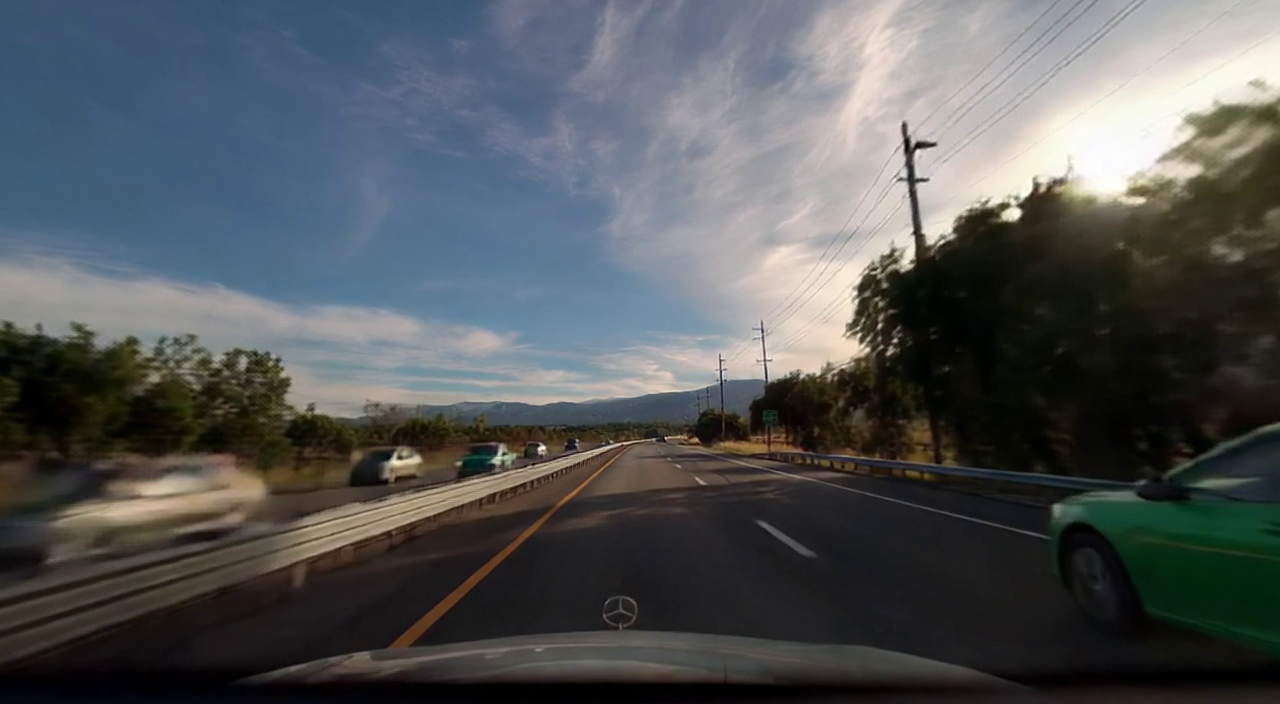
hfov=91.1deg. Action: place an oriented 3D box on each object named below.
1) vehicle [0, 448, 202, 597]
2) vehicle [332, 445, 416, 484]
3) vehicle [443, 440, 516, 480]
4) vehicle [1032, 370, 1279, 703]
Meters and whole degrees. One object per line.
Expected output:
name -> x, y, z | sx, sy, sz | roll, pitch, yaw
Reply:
vehicle -> -7.578, 1.911, 7.428 | 2.000, 1.485, 3.887 | 0, -8, -1
vehicle -> -11.177, 4.702, 26.643 | 1.908, 1.498, 3.773 | 0, -8, 0
vehicle -> -6.953, 4.706, 27.696 | 2.091, 1.587, 4.158 | 0, -8, 1
vehicle -> 3.733, 0.798, 2.226 | 2.032, 1.562, 4.029 | 0, -8, 0
